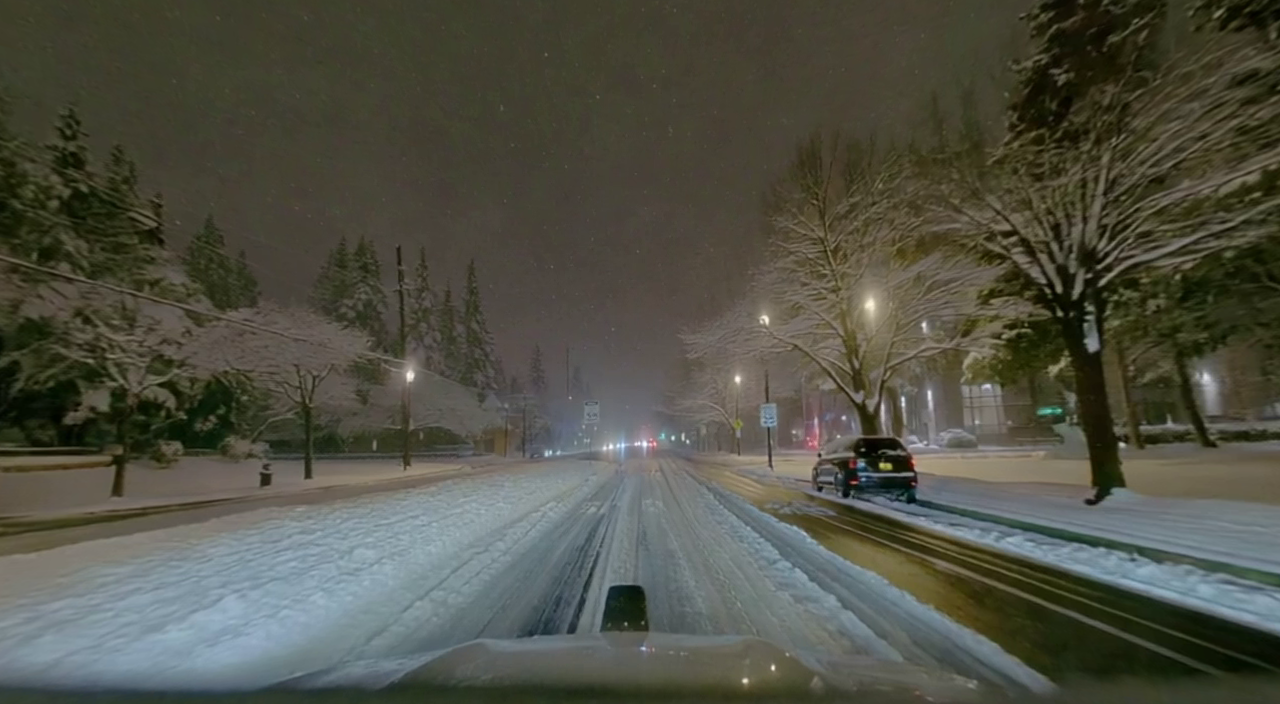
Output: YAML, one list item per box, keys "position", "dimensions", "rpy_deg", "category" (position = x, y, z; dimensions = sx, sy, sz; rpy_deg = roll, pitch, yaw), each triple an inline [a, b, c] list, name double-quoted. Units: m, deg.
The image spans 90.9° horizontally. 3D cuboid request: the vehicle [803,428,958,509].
- position: [6.156, 3.032, 17.024]
  dimensions: [2.104, 1.826, 5.301]
  rpy_deg: [0, -8, 0]
  category: "vehicle"
